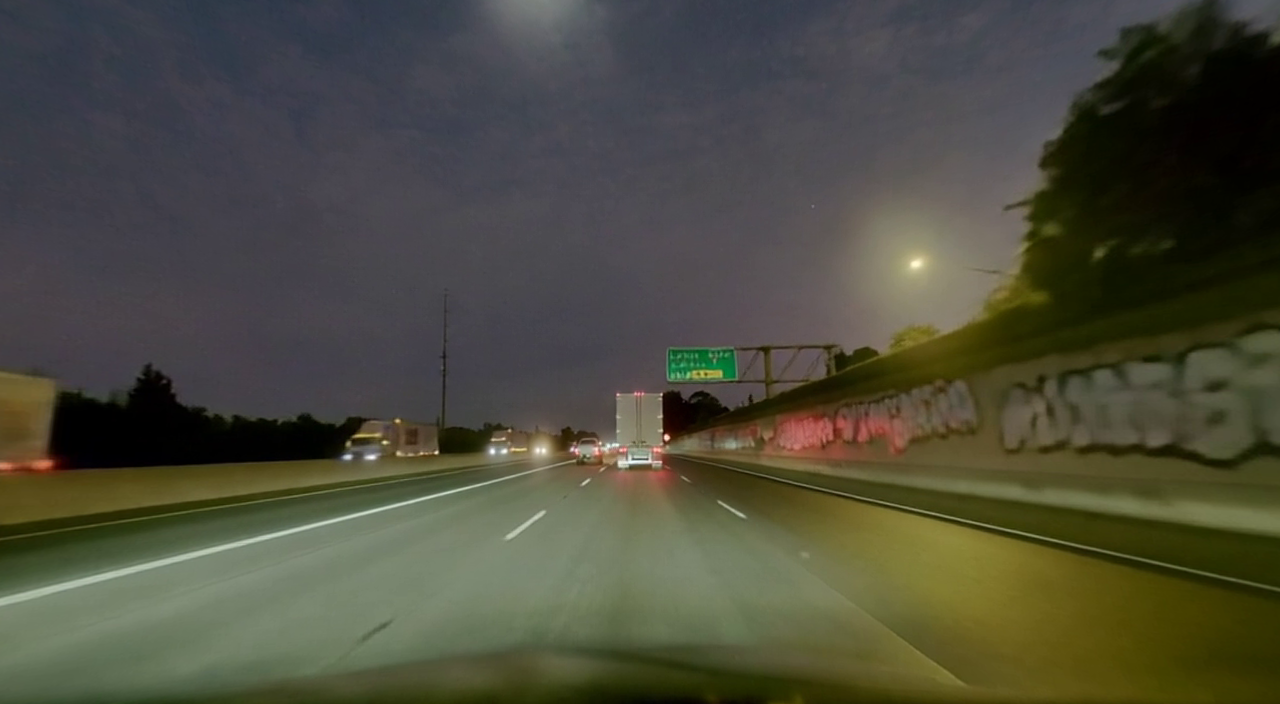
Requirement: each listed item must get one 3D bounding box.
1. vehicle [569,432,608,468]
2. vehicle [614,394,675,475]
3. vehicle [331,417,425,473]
[{"bbox_3d":[-3.564,6.946,44.614,2.278,2.369,5.249,0,-9,1],"label":"vehicle"},{"bbox_3d":[0.138,4.943,36.810,3.042,4.023,10.832,0,-9,-1],"label":"vehicle"},{"bbox_3d":[-19.180,6.965,46.728,2.929,3.679,9.326,0,-9,0],"label":"vehicle"}]
